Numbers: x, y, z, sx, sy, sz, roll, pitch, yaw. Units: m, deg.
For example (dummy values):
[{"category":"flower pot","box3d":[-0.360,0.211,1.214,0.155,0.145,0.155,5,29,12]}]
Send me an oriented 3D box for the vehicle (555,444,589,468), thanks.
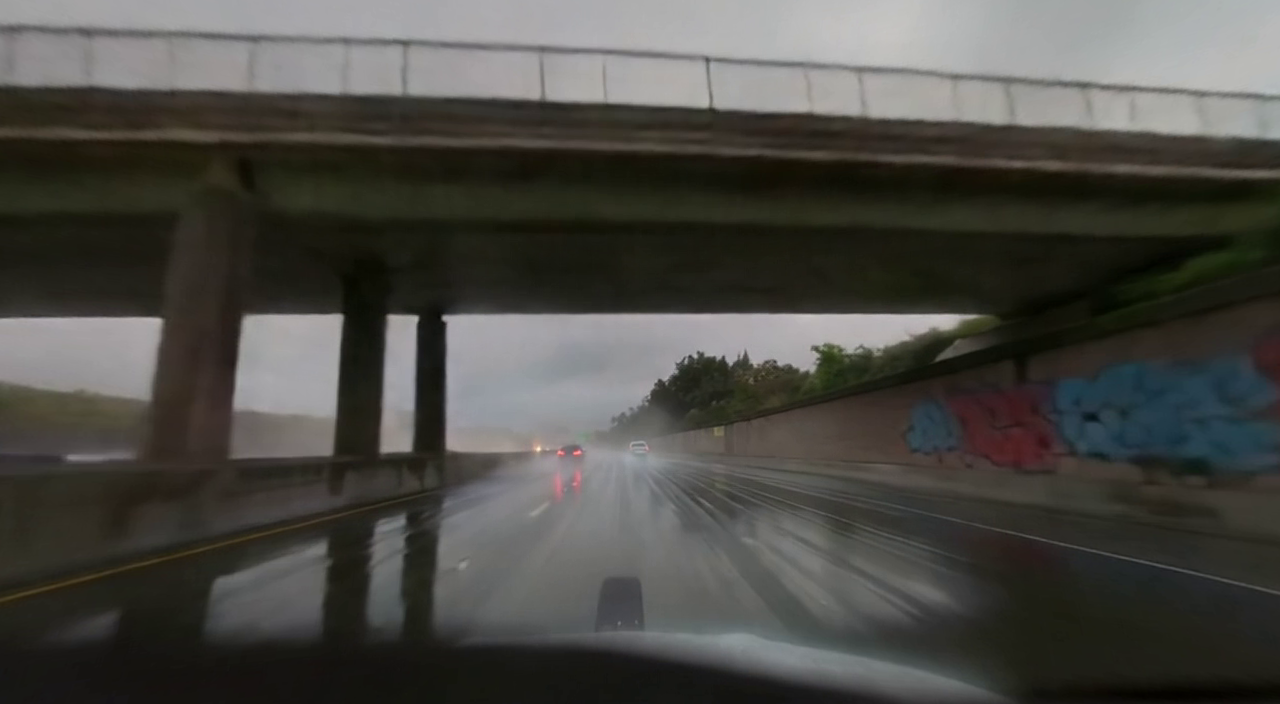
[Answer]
[{"category":"vehicle","box3d":[-4.331,6.711,40.563,1.871,1.459,3.771,0,-9,-1]}]
